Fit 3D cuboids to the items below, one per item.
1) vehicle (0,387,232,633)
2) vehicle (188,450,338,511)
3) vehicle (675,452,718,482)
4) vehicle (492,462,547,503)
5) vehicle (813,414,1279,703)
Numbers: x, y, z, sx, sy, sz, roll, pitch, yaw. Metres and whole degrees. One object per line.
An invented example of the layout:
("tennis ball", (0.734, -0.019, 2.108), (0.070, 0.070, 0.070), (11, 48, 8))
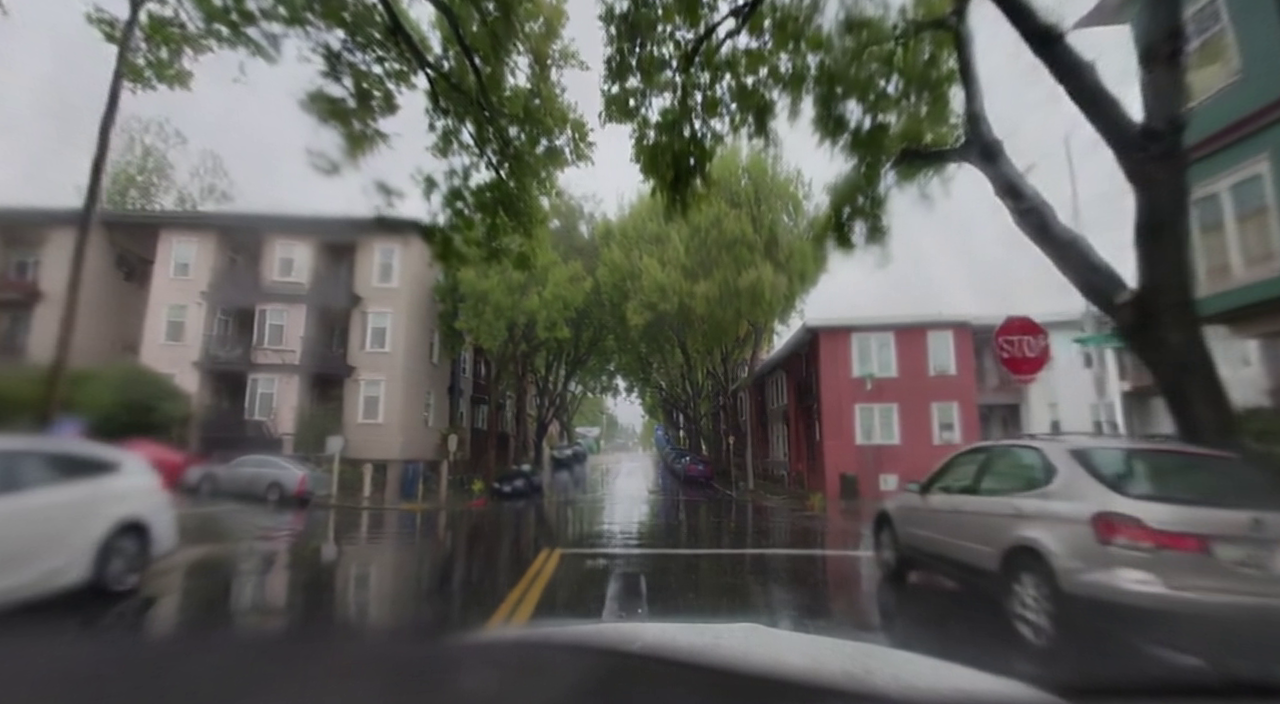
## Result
("vehicle", (-6.069, 1.322, 5.241), (2.076, 1.913, 5.060), (-3, -8, -1))
("vehicle", (-13.966, 4.813, 23.607), (4.243, 1.676, 1.844), (6, -12, 2))
("vehicle", (3.417, 7.037, 38.942), (2.051, 1.526, 4.673), (0, -7, -2))
("vehicle", (-5.884, 6.404, 31.314), (1.987, 1.662, 4.141), (-2, -8, -1))
("vehicle", (3.325, 1.466, 5.730), (2.064, 1.548, 5.186), (0, -8, 0))
